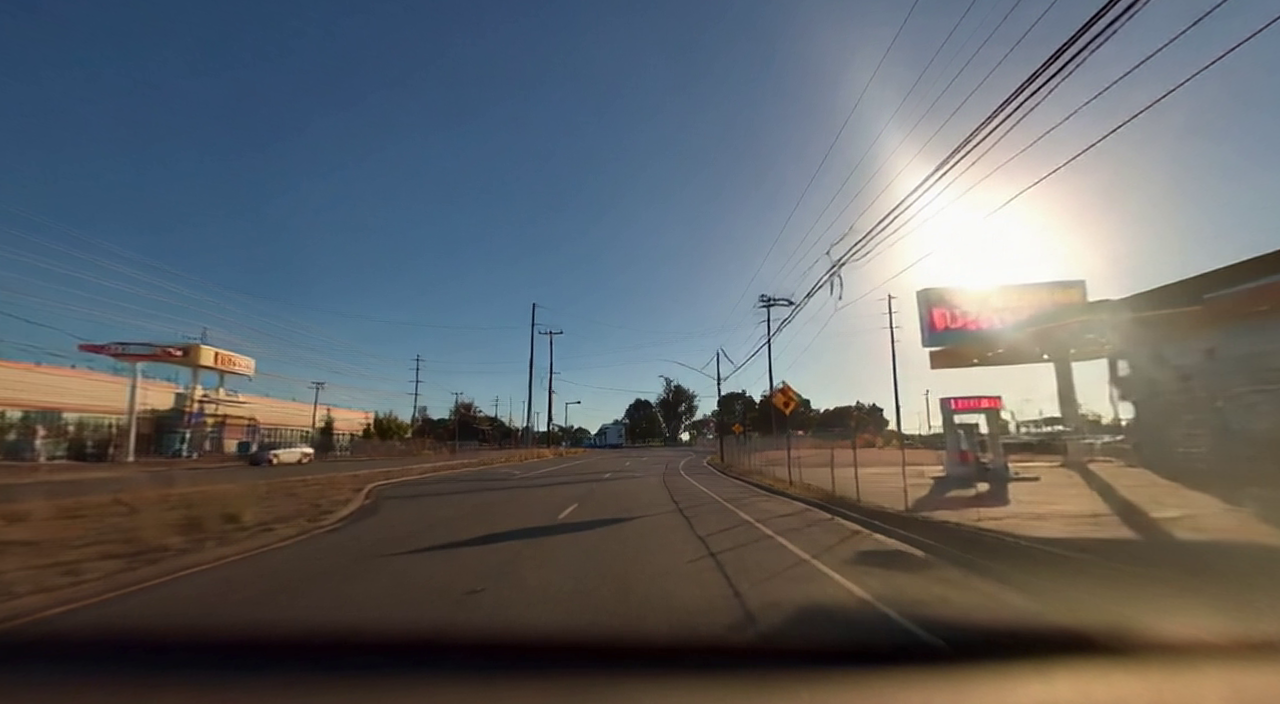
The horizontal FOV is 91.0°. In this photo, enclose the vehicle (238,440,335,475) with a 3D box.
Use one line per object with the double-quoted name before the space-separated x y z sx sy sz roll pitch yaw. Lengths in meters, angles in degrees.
"vehicle" -17.552 5.243 31.560 2.011 1.646 4.522 -1 -8 4
